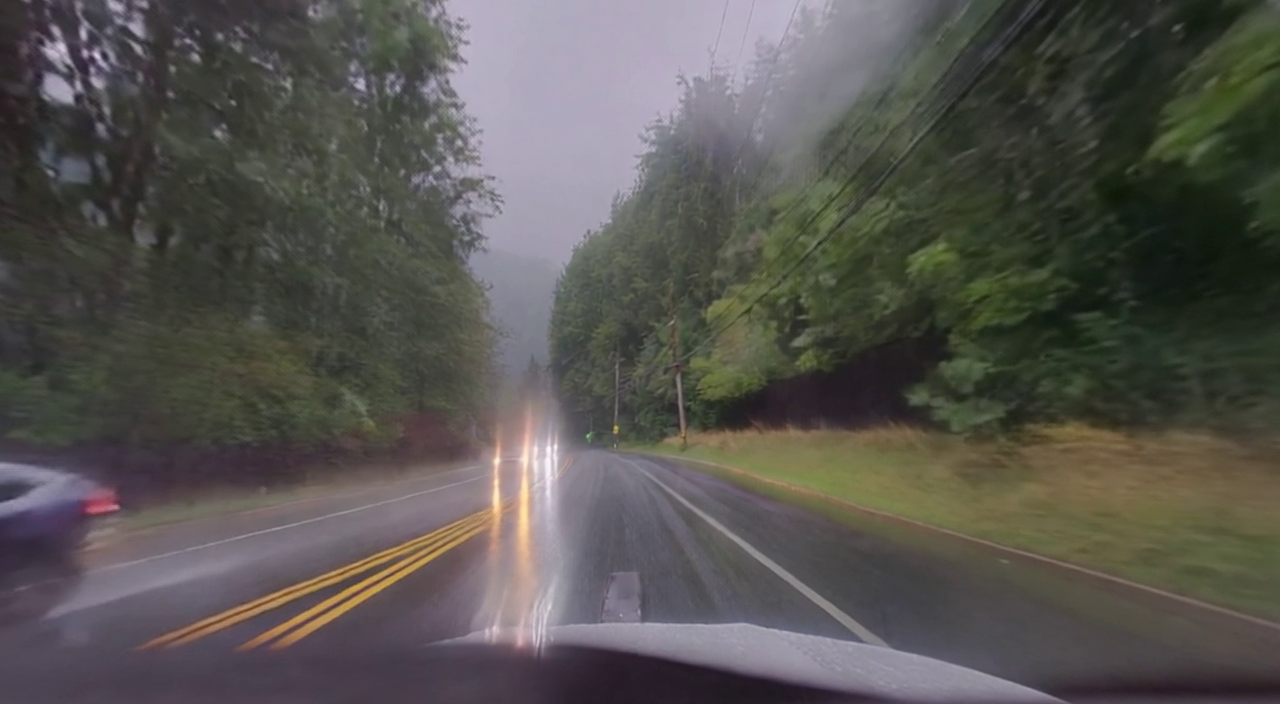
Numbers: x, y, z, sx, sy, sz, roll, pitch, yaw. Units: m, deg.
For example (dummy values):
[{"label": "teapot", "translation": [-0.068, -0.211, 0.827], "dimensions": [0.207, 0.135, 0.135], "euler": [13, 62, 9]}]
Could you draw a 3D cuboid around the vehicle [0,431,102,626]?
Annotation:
[{"label": "vehicle", "translation": [-6.555, 1.294, 4.018], "dimensions": [2.099, 1.640, 4.555], "euler": [0, -9, 2]}]

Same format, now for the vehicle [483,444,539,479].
[{"label": "vehicle", "translation": [-5.998, 5.113, 29.914], "dimensions": [1.950, 1.522, 4.180], "euler": [0, -8, -3]}]
